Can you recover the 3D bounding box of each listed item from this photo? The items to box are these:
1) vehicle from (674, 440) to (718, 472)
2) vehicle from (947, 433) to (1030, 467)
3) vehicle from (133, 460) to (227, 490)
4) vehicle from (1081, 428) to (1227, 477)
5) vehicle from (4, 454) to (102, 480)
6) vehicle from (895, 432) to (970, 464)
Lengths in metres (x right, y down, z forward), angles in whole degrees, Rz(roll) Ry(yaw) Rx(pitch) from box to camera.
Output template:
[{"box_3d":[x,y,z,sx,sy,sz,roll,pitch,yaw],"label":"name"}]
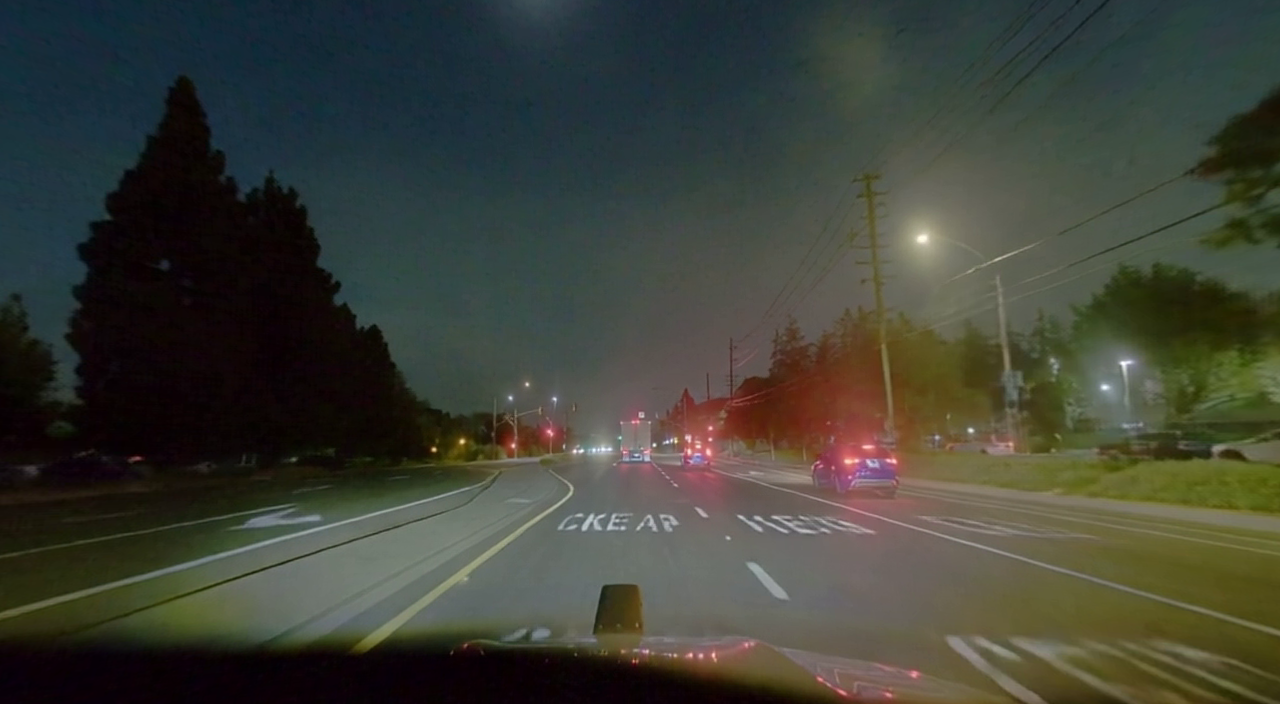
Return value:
[{"box_3d":[3.224,6.136,37.405,2.086,1.803,4.607,0,-9,-1],"label":"vehicle"},{"box_3d":[20.476,5.826,37.402,1.993,1.854,5.008,0,-9,-1],"label":"vehicle"},{"box_3d":[-26.177,6.993,36.198,1.883,1.482,4.779,0,-9,-2],"label":"vehicle"},{"box_3d":[20.170,3.987,25.109,1.939,1.753,4.469,0,-9,0],"label":"vehicle"},{"box_3d":[-39.398,7.710,42.500,4.470,1.657,2.028,0,-9,-1],"label":"vehicle"},{"box_3d":[20.514,6.812,44.701,2.529,2.086,5.902,0,-9,1],"label":"vehicle"}]
